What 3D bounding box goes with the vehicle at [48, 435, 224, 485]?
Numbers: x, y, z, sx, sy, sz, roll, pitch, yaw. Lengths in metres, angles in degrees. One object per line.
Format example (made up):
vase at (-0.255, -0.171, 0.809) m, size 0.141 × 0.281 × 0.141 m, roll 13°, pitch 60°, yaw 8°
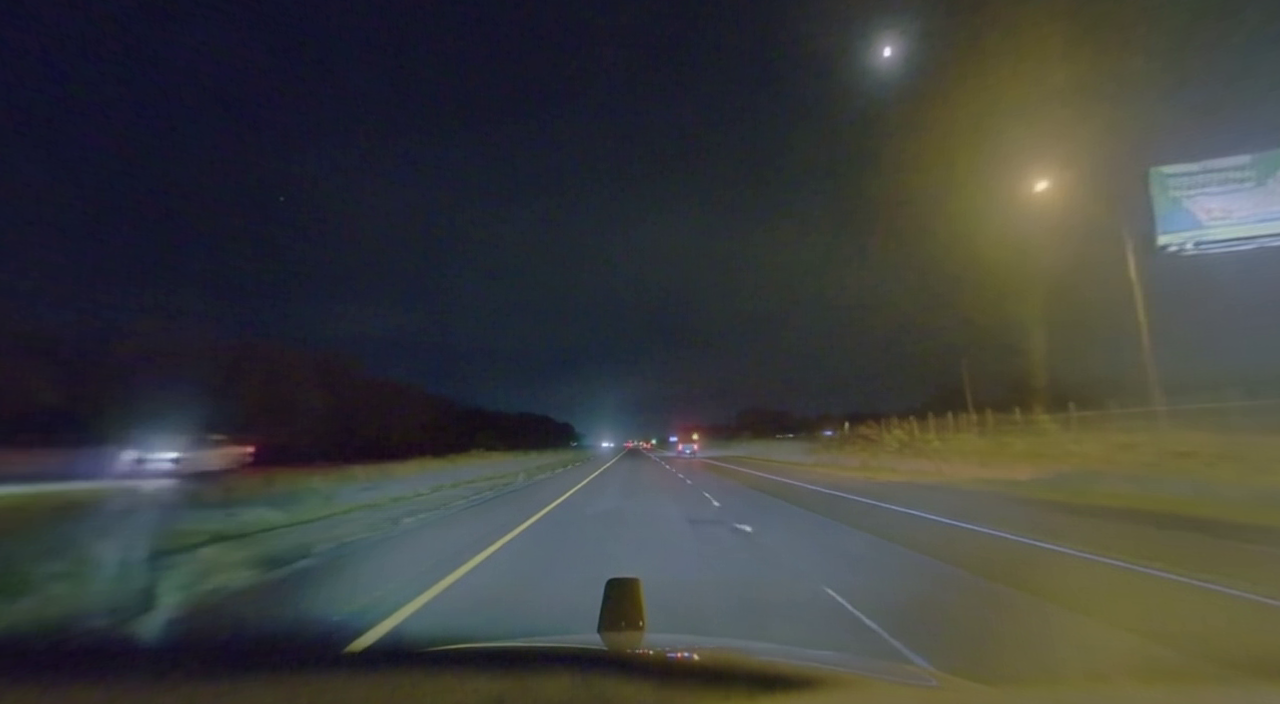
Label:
vehicle at (-17.448, 3.754, 22.285) m, size 2.123 × 1.526 × 4.995 m, roll 0°, pitch -8°, yaw 0°
